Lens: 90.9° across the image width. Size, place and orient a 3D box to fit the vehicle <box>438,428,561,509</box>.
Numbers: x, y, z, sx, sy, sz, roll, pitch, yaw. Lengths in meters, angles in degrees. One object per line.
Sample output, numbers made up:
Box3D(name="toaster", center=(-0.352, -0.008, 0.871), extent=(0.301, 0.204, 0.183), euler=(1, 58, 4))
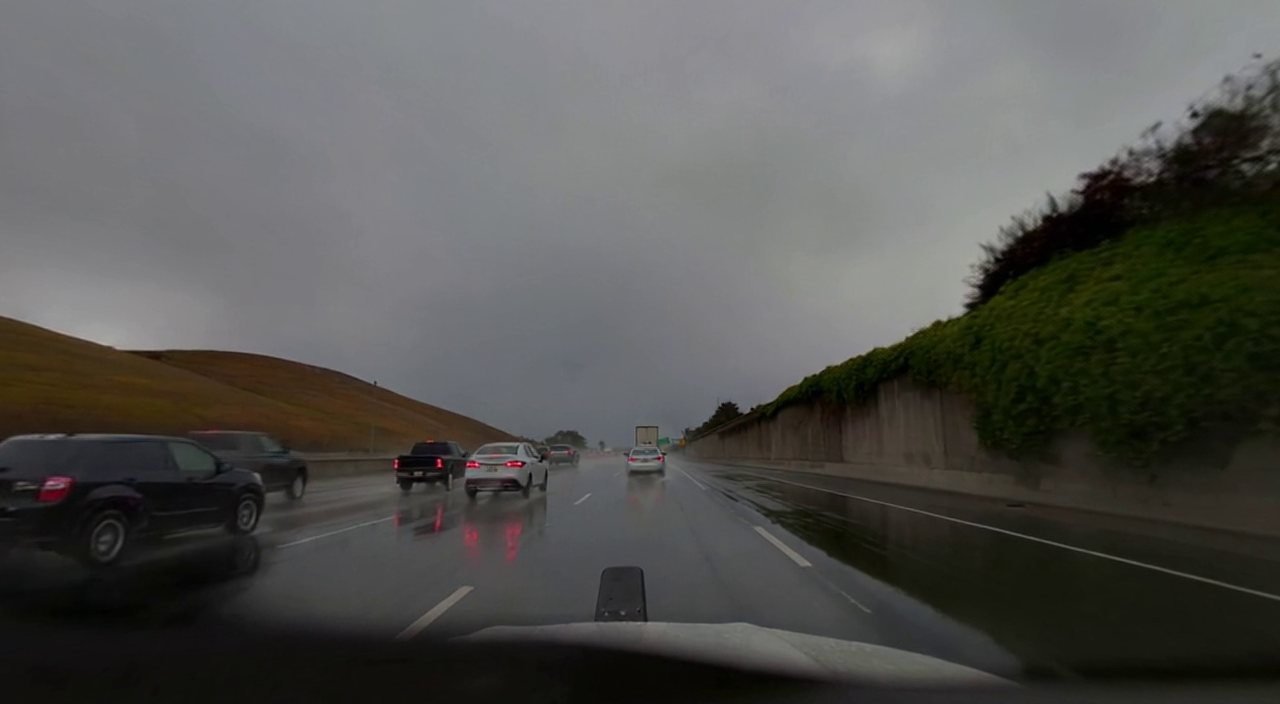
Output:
Box3D(name="vehicle", center=(-3.448, 2.966, 16.513), extent=(2.093, 1.820, 4.506), euler=(0, -9, 1))

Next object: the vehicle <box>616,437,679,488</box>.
Box3D(name="vehicle", center=(0.252, 4.279, 24.795), extent=(2.233, 1.804, 4.273), euler=(0, -9, 0))

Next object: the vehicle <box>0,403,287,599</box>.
Box3D(name="vehicle", center=(-7.017, 1.719, 8.064), extent=(2.215, 1.797, 4.666), euler=(0, -9, 1))

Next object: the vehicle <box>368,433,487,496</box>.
Box3D(name="vehicle", center=(-6.988, 3.747, 21.488), extent=(2.108, 1.856, 5.214), euler=(0, -9, 1))
